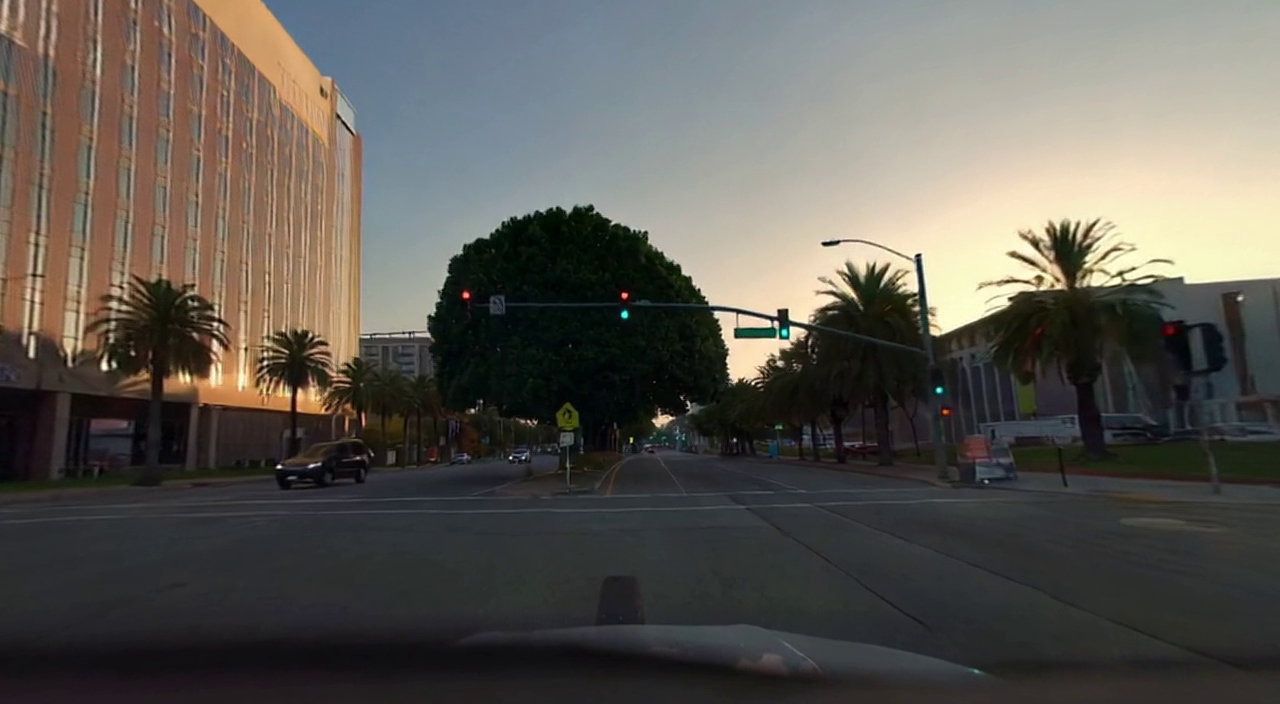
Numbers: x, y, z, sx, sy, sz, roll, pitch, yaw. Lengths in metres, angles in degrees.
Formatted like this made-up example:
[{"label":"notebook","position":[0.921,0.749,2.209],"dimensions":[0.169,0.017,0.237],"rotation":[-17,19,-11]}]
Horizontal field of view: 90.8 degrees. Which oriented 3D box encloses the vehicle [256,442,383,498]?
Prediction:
[{"label":"vehicle","position":[-12.891,4.742,26.002],"dimensions":[2.268,2.016,5.632],"rotation":[0,-9,0]}]
